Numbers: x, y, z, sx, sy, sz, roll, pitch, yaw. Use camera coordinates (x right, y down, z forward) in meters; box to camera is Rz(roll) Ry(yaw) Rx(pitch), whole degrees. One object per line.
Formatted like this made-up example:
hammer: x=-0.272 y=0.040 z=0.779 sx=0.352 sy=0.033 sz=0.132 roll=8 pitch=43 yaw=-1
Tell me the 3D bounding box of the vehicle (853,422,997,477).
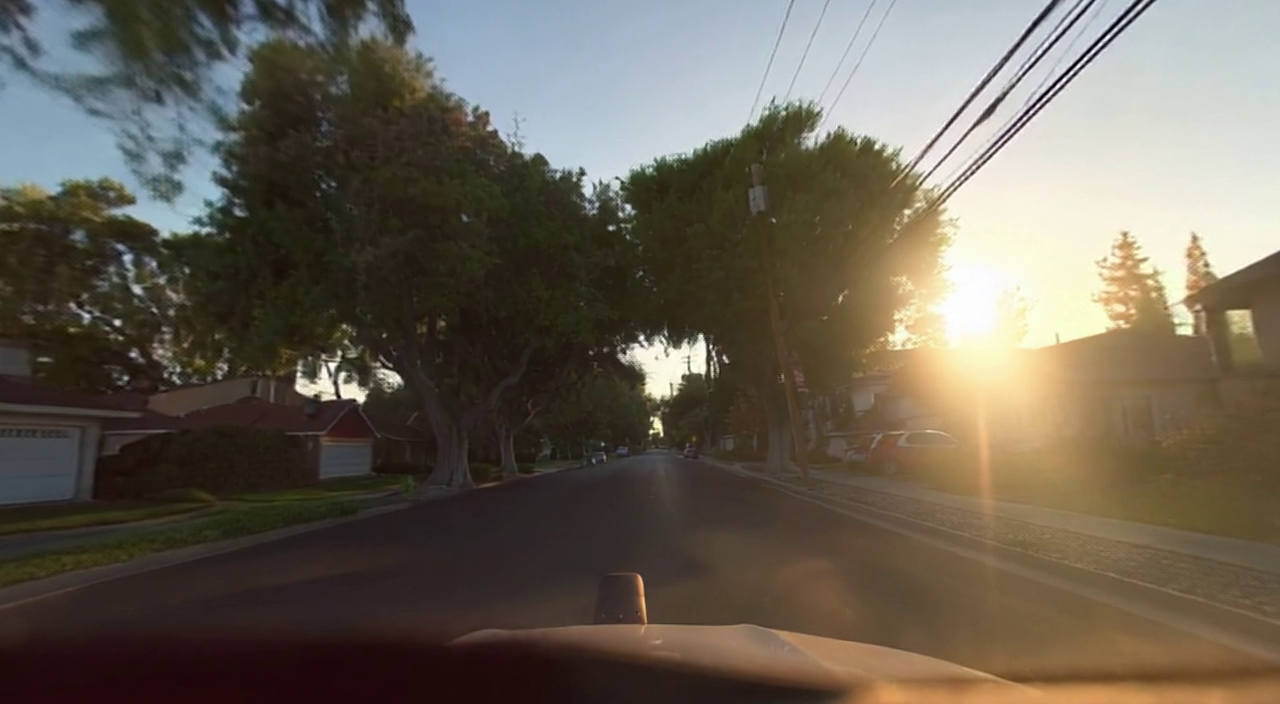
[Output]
vehicle: x=11.152 y=3.866 z=25.036 sx=4.555 sy=1.803 sz=2.151 roll=-3 pitch=-9 yaw=0
